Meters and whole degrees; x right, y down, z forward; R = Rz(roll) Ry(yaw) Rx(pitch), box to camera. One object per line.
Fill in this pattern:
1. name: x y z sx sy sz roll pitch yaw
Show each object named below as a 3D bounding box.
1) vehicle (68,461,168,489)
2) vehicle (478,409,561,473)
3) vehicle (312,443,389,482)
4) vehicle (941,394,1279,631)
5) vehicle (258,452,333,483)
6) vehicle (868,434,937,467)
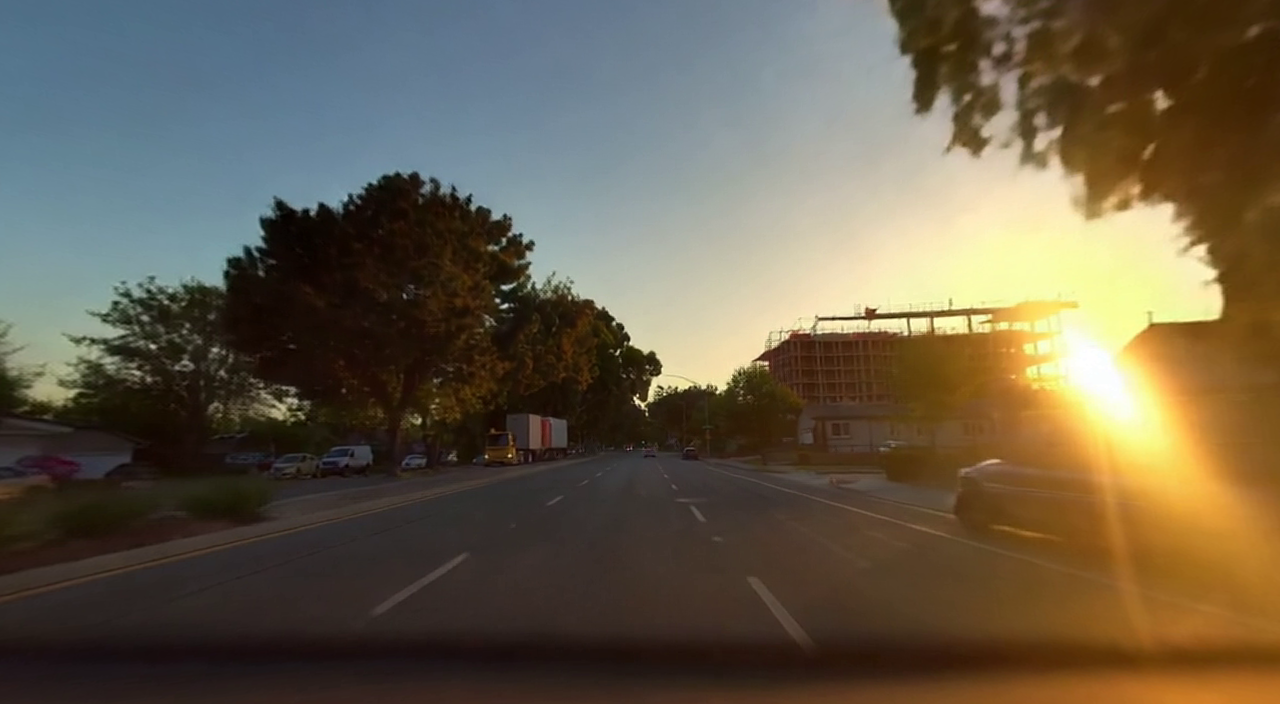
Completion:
1. vehicle: -33.730 7.918 40.705 1.848 1.484 4.574 2 -8 16
2. vehicle: -7.336 5.682 39.826 3.032 3.524 9.640 0 -9 2
3. vehicle: -18.221 6.917 39.836 2.154 1.987 5.836 -5 -8 -1
4. vehicle: 6.452 1.668 7.489 2.513 1.890 6.666 0 -9 1
5. vehicle: -21.548 7.213 39.537 2.168 1.800 4.603 1 -9 -1
6. vehicle: 16.379 6.205 39.536 2.021 1.835 5.654 2 -8 1
